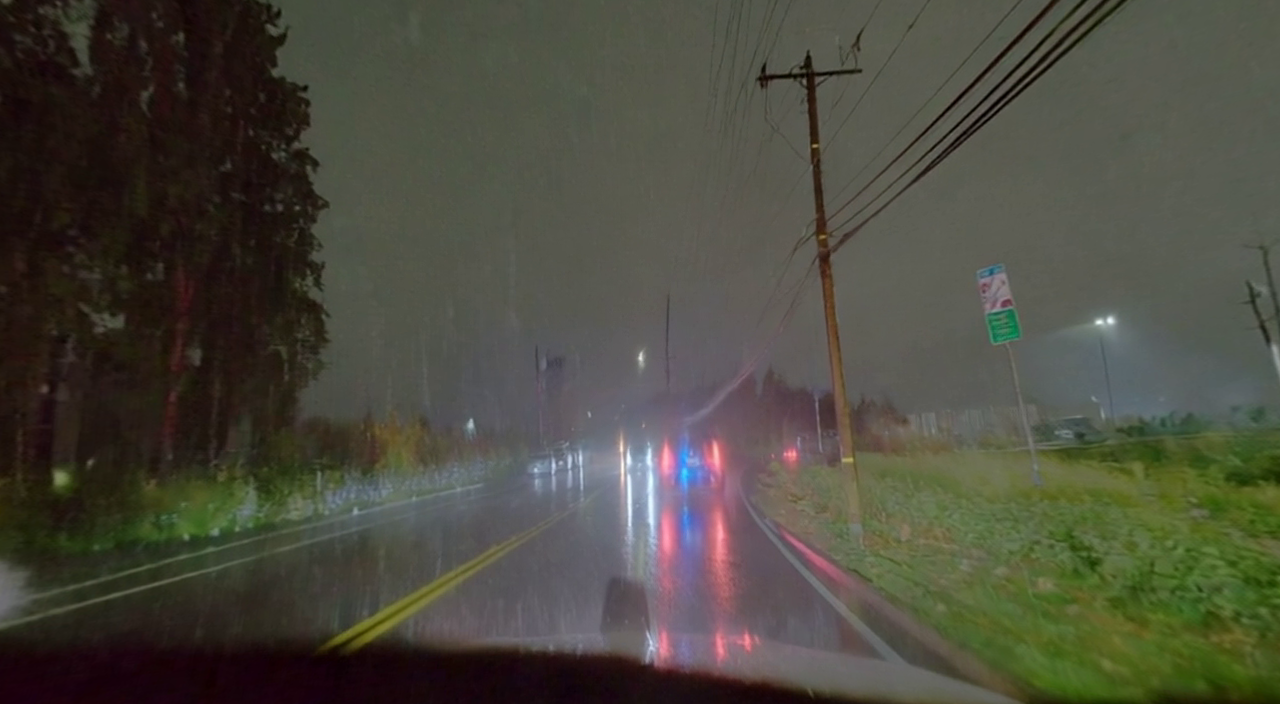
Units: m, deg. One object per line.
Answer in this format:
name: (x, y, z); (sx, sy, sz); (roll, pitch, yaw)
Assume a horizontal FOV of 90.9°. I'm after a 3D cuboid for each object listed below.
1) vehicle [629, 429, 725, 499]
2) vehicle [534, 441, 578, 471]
vehicle: (0.875, 2.719, 15.620); (2.081, 1.503, 3.726); (0, -8, 2)
vehicle: (-6.173, 7.493, 45.581); (2.668, 1.981, 5.575); (2, -9, -12)
